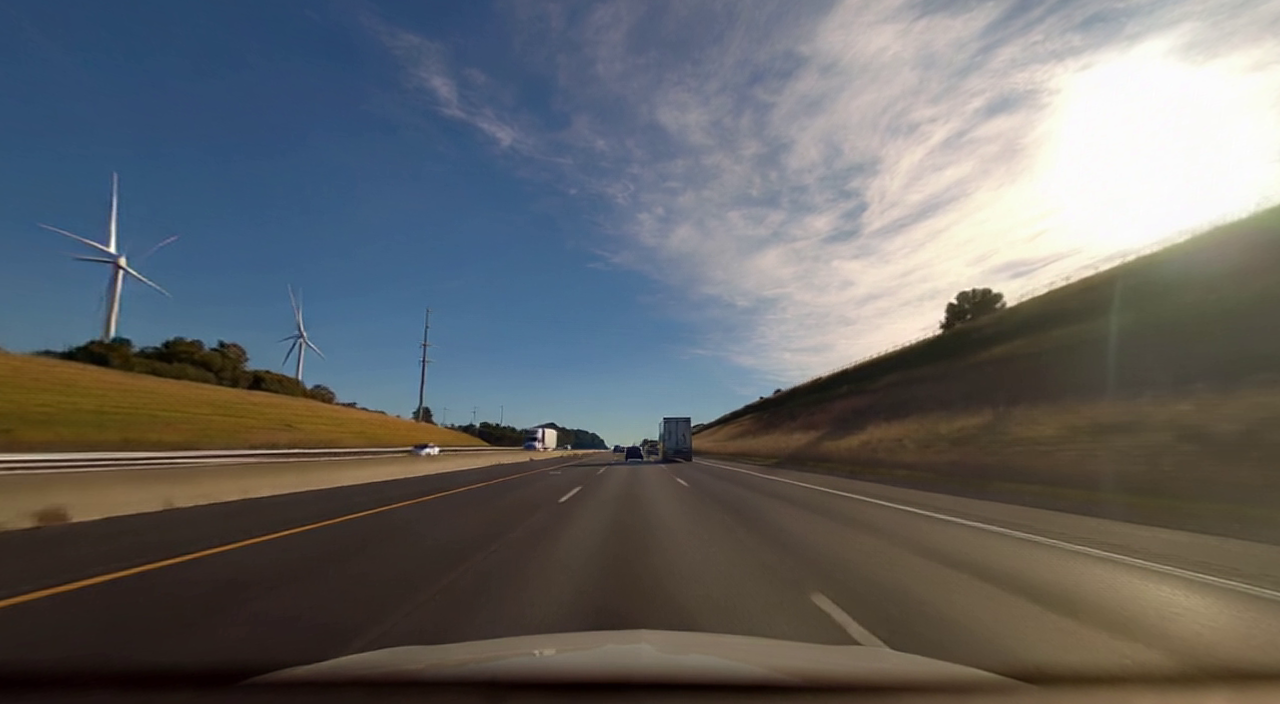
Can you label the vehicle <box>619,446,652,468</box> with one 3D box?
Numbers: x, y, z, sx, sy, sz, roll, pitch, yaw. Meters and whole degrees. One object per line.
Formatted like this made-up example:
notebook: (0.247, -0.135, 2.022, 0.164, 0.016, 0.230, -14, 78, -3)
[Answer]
vehicle: (-0.336, 7.305, 43.859, 2.209, 1.453, 3.695, 0, -9, 0)
